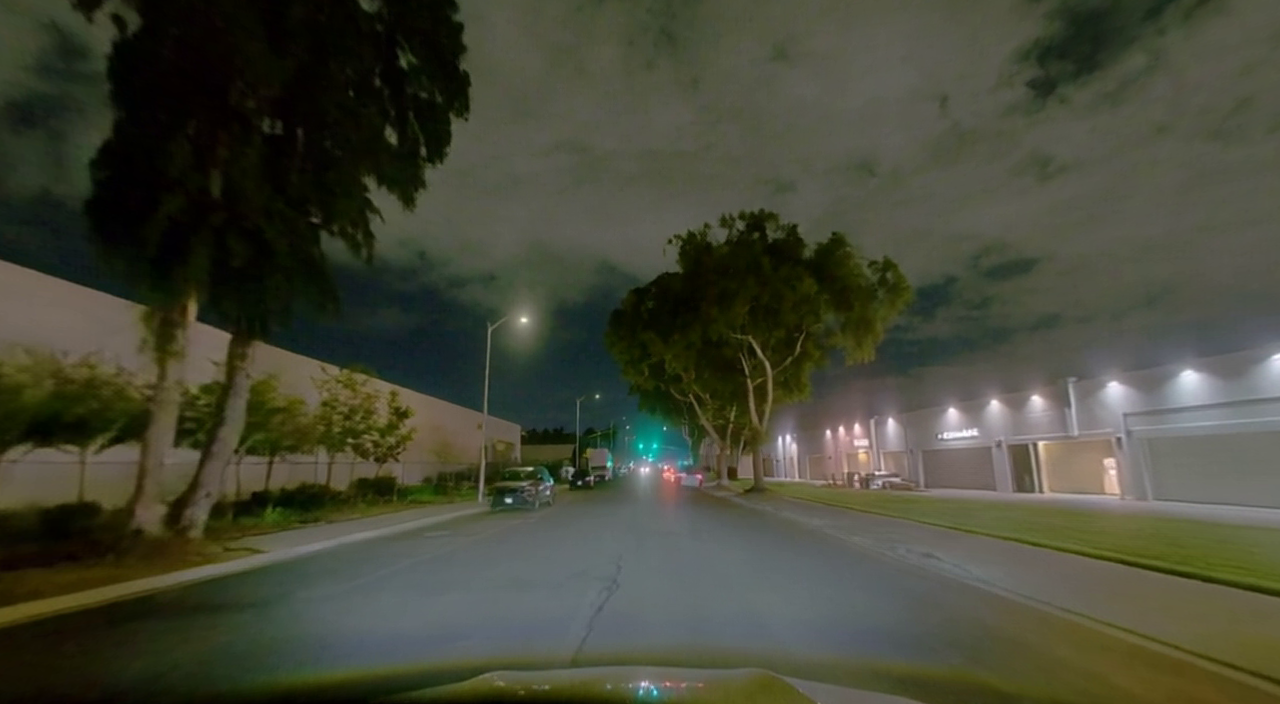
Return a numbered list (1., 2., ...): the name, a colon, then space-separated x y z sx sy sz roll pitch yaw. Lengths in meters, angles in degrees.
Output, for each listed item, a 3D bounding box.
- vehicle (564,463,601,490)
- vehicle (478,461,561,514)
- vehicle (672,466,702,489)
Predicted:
1. vehicle: -3.661 8.023 40.766 1.835 1.625 3.674 0 -11 2
2. vehicle: -4.134 4.712 22.417 1.927 1.580 4.556 -1 -9 2
3. vehicle: 3.195 8.621 43.410 1.819 1.446 3.909 1 -11 0
